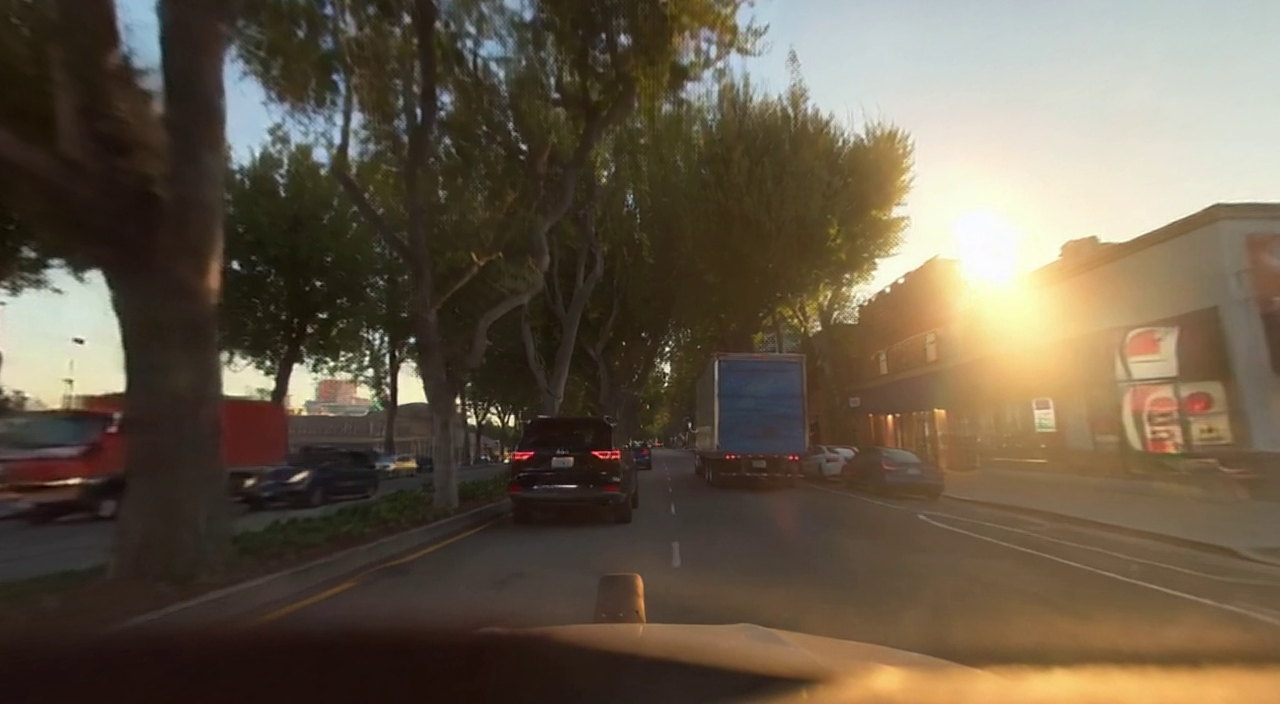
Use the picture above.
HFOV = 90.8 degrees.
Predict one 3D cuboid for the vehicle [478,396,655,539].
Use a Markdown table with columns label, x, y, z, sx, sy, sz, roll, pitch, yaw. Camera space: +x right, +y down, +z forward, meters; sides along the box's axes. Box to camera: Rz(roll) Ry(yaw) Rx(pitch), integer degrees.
| label | x | y | z | sx | sy | sz | roll | pitch | yaw |
| --- | --- | --- | --- | --- | --- | --- | --- | --- | --- |
| vehicle | -1.021 | 2.031 | 11.621 | 2.293 | 2.036 | 4.853 | -1 | -9 | 5 |

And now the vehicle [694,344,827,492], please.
| label | x | y | z | sx | sy | sz | roll | pitch | yaw |
| --- | --- | --- | --- | --- | --- | --- | --- | --- | --- |
| vehicle | 3.958 | 2.818 | 24.468 | 3.007 | 4.206 | 12.913 | 0 | -8 | 2 |

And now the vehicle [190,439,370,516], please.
| label | x | y | z | sx | sy | sz | roll | pitch | yaw |
| --- | --- | --- | --- | --- | --- | --- | --- | --- | --- |
| vehicle | -9.034 | 3.150 | 16.416 | 1.903 | 1.684 | 4.398 | -1 | -9 | 3 |

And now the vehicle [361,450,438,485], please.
| label | x | y | z | sx | sy | sz | roll | pitch | yaw |
| --- | --- | --- | --- | --- | --- | --- | --- | --- | --- |
| vehicle | -11.850 | 5.693 | 31.470 | 1.966 | 1.442 | 4.466 | -4 | -9 | 2 |

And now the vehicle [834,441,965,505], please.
| label | x | y | z | sx | sy | sz | roll | pitch | yaw |
| --- | --- | --- | --- | --- | --- | --- | --- | --- | --- |
| vehicle | 6.839 | 3.201 | 17.180 | 1.929 | 1.522 | 4.158 | -1 | -9 | 2 |

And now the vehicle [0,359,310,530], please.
| label | x | y | z | sx | sy | sz | roll | pitch | yaw |
| --- | --- | --- | --- | --- | --- | --- | --- | --- | --- |
| vehicle | -12.625 | 2.505 | 17.226 | 3.027 | 3.656 | 7.024 | -1 | -9 | 4 |
